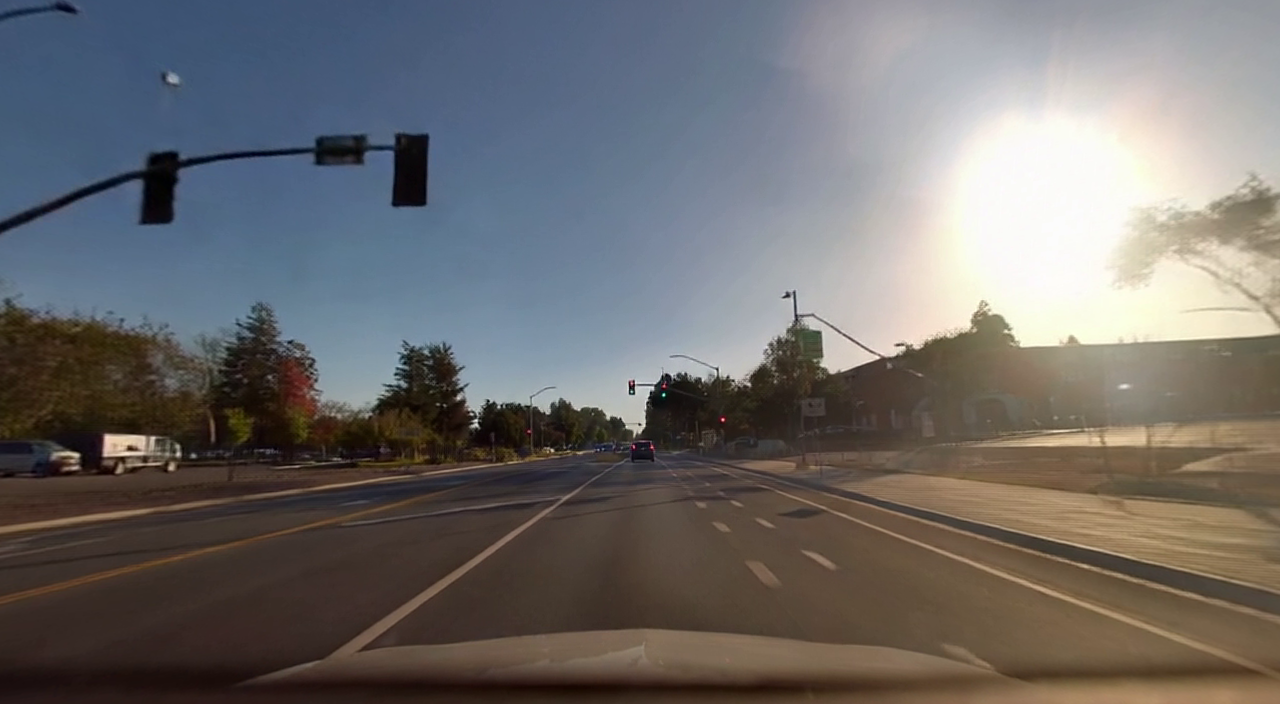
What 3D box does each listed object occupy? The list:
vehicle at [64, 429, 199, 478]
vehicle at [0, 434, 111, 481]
[{"bbox_3d":[-38.489,7.686,47.920,7.489,3.516,2.773,0,-9,-4],"label":"vehicle"},{"bbox_3d":[-37.908,6.607,39.576,7.051,2.835,2.287,0,-9,-2],"label":"vehicle"}]
